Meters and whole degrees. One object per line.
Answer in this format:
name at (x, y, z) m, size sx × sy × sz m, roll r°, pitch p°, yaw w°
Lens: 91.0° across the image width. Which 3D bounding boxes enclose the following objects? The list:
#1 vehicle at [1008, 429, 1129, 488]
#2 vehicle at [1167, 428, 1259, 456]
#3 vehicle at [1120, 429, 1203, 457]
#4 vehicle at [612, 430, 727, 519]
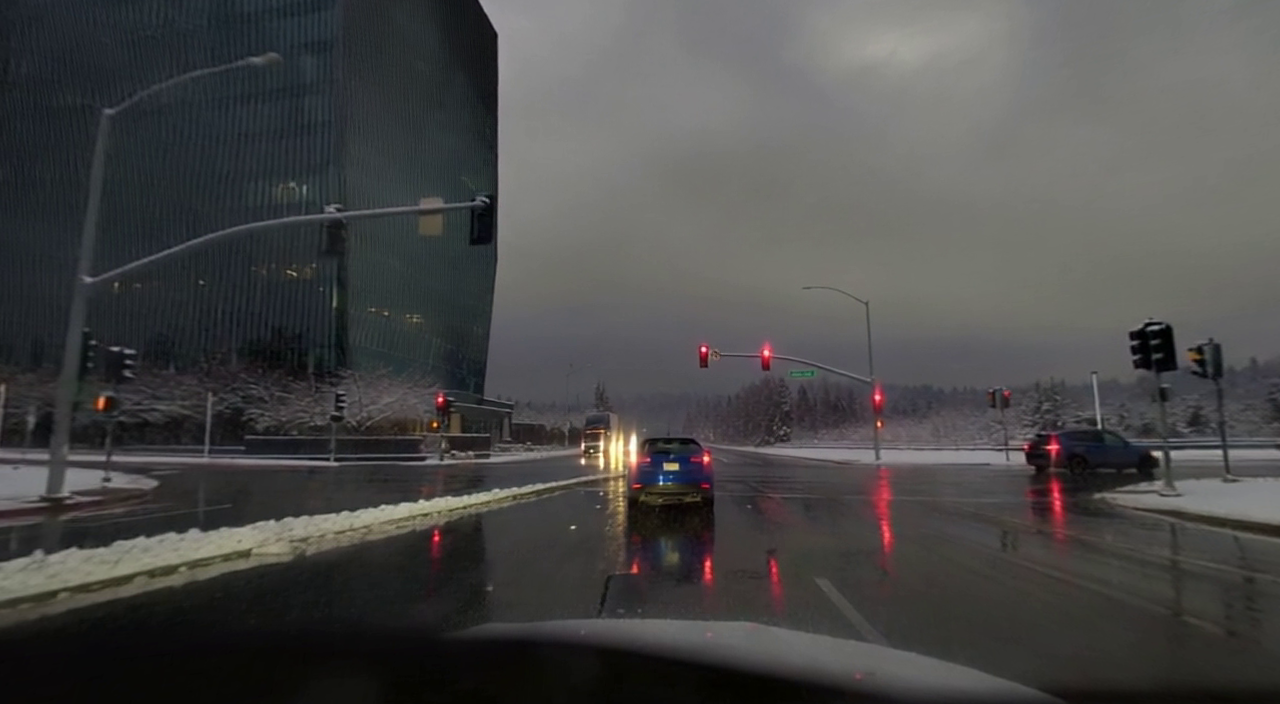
vehicle at (14.558, 3.564, 21.291) m, size 4.739 × 1.749 × 2.174 m, roll 8°, pitch -12°, yaw -42°
vehicle at (32.024, 5.073, 35.319) m, size 1.743 × 1.472 × 3.772 m, roll 0°, pitch -9°, yaw 5°
vehicle at (29.530, 5.203, 35.803) m, size 1.816 × 1.476 × 3.652 m, roll -1°, pitch -9°, yaw 6°
vehicle at (0.702, 2.479, 13.228) m, size 2.014 × 1.525 × 4.197 m, roll -1°, pitch -9°, yaw 5°
